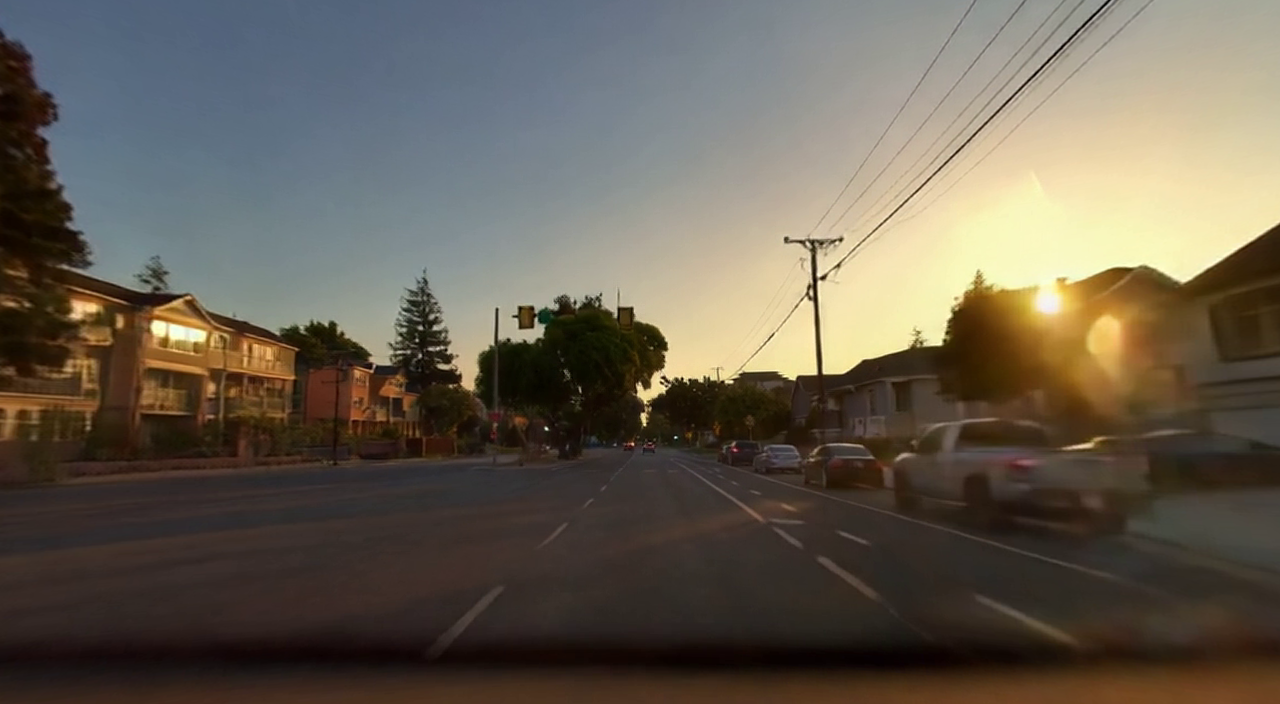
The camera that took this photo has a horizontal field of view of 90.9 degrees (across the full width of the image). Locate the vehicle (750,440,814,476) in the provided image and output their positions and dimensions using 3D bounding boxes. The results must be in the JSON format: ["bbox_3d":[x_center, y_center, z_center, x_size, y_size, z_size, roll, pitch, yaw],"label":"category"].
[{"bbox_3d":[6.473,4.866,29.197,1.976,1.498,4.390,0,-8,1],"label":"vehicle"}]

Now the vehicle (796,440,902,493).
[{"bbox_3d":[6.366,3.513,19.768,1.936,1.456,4.445,0,-8,2],"label":"vehicle"}]

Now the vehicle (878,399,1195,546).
[{"bbox_3d":[6.220,1.967,10.940,2.293,1.942,5.004,0,-8,1],"label":"vehicle"}]
